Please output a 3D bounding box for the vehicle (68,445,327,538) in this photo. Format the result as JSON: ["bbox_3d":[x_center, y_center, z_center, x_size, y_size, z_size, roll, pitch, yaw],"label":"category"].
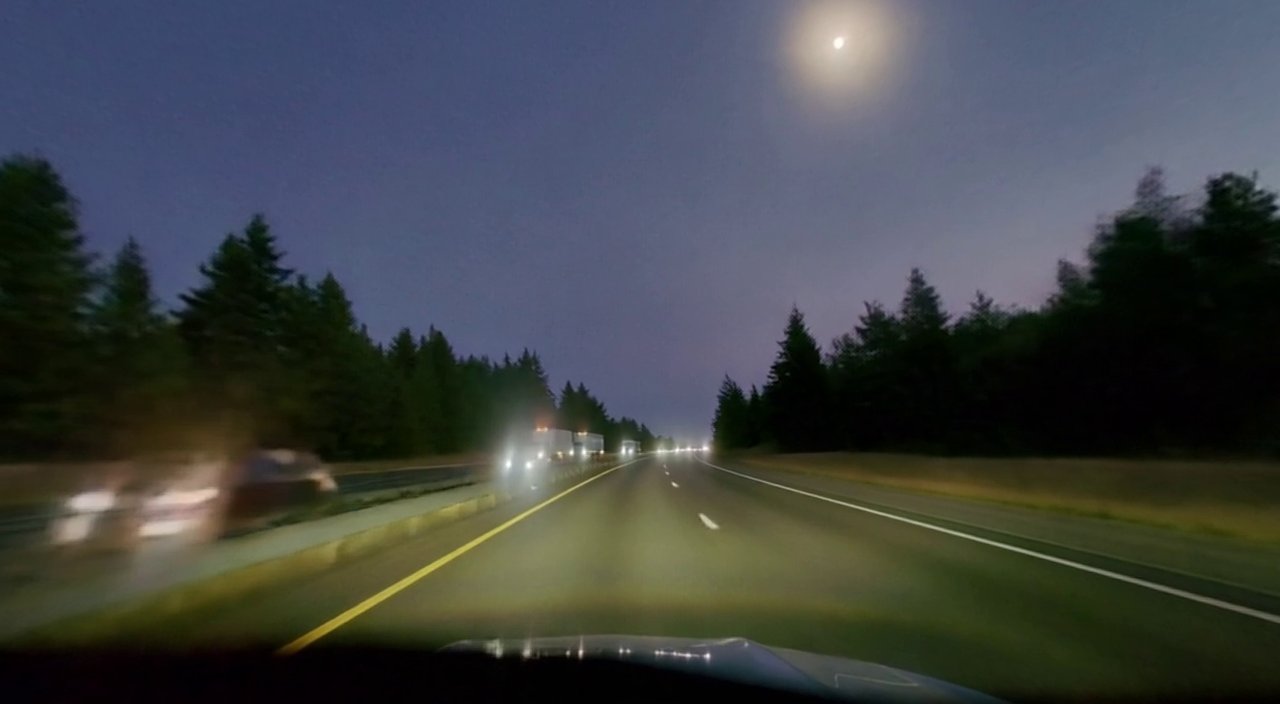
[{"bbox_3d":[-9.007,2.841,13.562,2.069,1.606,4.753,0,-9,1],"label":"vehicle"}]

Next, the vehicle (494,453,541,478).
[{"bbox_3d":[-7.874,7.321,40.959,1.933,1.464,4.506,-1,-9,3],"label":"vehicle"}]
